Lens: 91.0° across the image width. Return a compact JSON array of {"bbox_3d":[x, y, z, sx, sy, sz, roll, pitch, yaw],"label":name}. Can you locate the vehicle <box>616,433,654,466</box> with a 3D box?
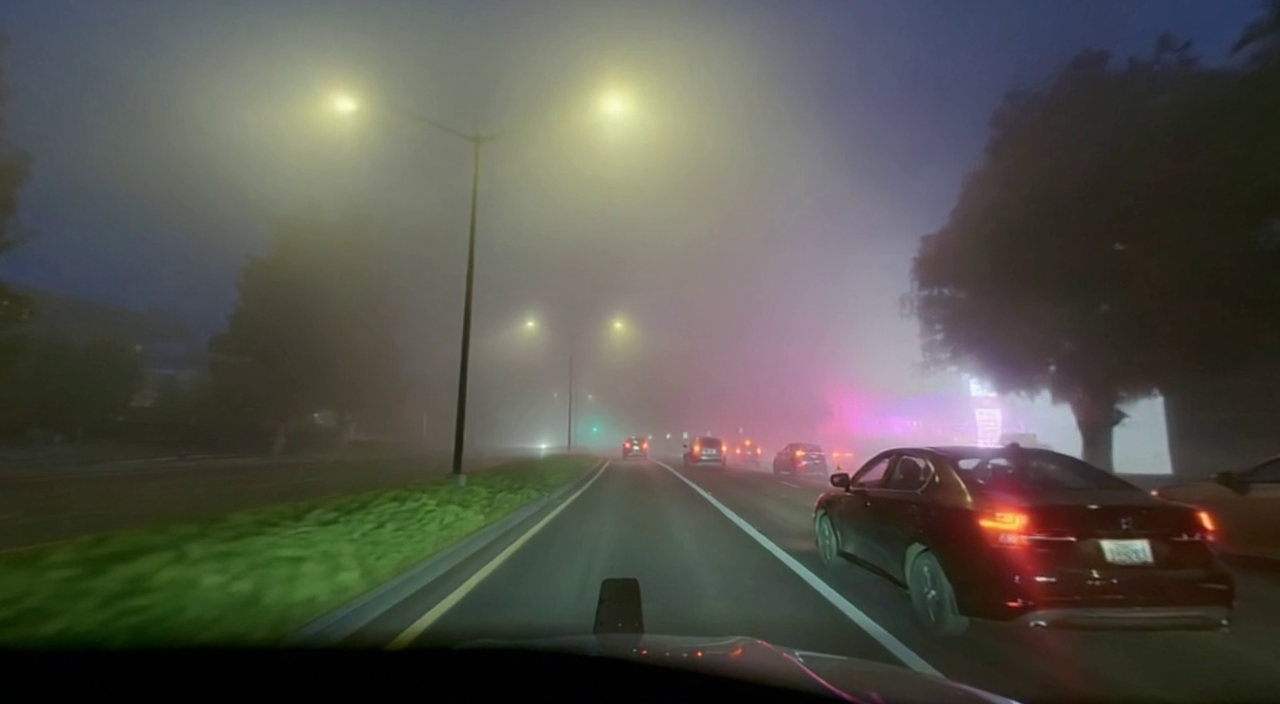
[{"bbox_3d":[-0.339,5.599,36.254,2.051,1.798,4.168,0,-8,-3],"label":"vehicle"}]

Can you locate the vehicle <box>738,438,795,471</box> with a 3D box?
[{"bbox_3d":[6.624,5.413,33.473,1.954,1.606,4.423,0,-8,-2],"label":"vehicle"}]

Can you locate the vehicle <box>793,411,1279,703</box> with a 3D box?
[{"bbox_3d":[2.832,1.345,5.329,1.883,1.452,4.258,0,-8,-2],"label":"vehicle"}]

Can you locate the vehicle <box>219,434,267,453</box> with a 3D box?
[{"bbox_3d":[-30.900,7.160,49.099,1.744,1.433,3.823,1,-8,-9],"label":"vehicle"}]

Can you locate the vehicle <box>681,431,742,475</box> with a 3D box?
[{"bbox_3d":[3.023,4.406,27.555,2.000,1.745,4.206,0,-8,-3],"label":"vehicle"}]
